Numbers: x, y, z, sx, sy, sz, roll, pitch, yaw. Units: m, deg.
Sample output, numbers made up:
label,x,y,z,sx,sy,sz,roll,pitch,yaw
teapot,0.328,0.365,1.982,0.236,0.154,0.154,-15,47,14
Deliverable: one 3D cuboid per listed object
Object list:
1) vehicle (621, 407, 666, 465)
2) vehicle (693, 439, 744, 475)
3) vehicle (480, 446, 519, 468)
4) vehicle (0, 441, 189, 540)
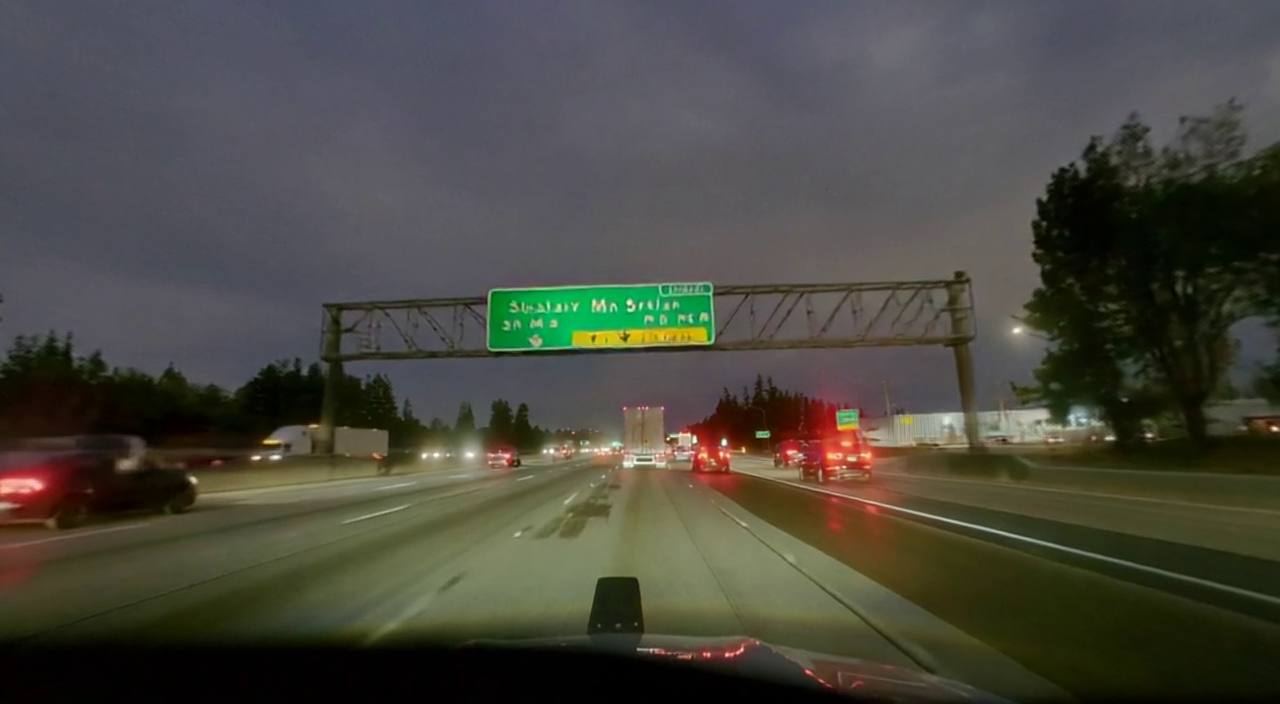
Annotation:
label,x,y,z,sx,sy,sz,roll,pitch,yaw
vehicle,0.427,6.505,48.101,3.012,3.928,10.262,0,-9,2
vehicle,3.980,5.425,32.776,2.107,1.707,4.445,0,-9,0
vehicle,-10.775,8.078,48.586,1.966,1.627,4.258,0,-9,1
vehicle,-10.962,2.422,11.492,2.015,1.521,4.550,0,-9,1
